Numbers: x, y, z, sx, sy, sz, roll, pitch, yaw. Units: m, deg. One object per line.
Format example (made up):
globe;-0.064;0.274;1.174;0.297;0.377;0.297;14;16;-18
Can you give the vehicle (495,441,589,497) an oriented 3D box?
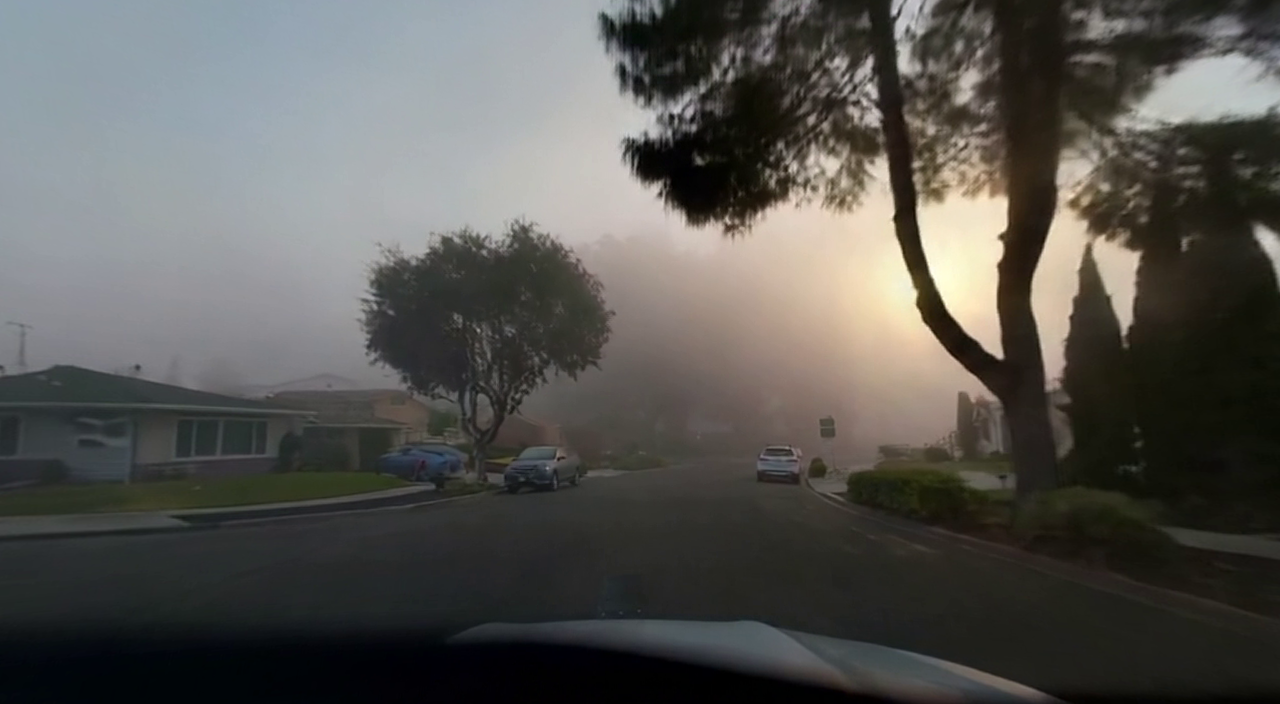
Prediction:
vehicle;-3.540;4.313;23.778;2.041;1.762;4.508;-4;-8;11

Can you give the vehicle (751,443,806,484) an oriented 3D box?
vehicle;6.232;4.890;28.062;2.075;1.657;4.648;-2;-9;15
